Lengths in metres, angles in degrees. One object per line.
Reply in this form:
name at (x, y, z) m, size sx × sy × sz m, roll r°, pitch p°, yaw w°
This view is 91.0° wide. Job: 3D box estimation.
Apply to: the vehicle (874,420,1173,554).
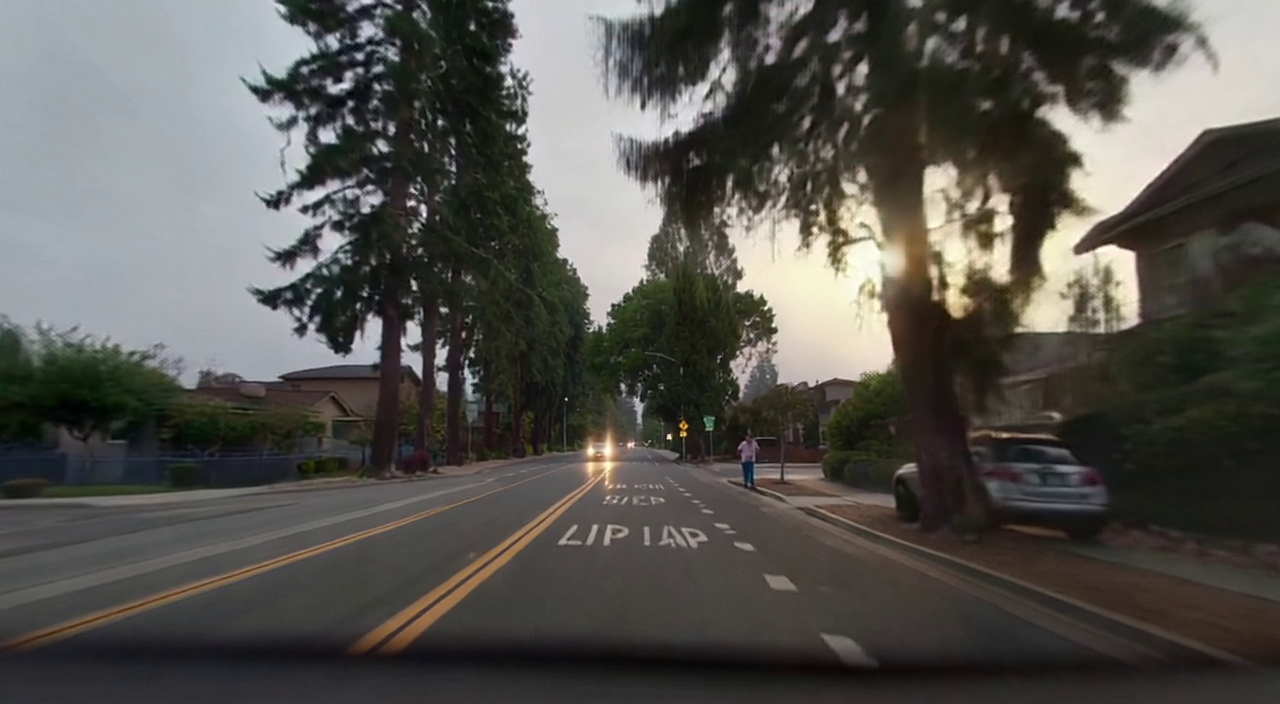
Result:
vehicle at (5.863, 2.112, 10.556) m, size 2.096 × 1.713 × 4.606 m, roll 0°, pitch -9°, yaw 0°
